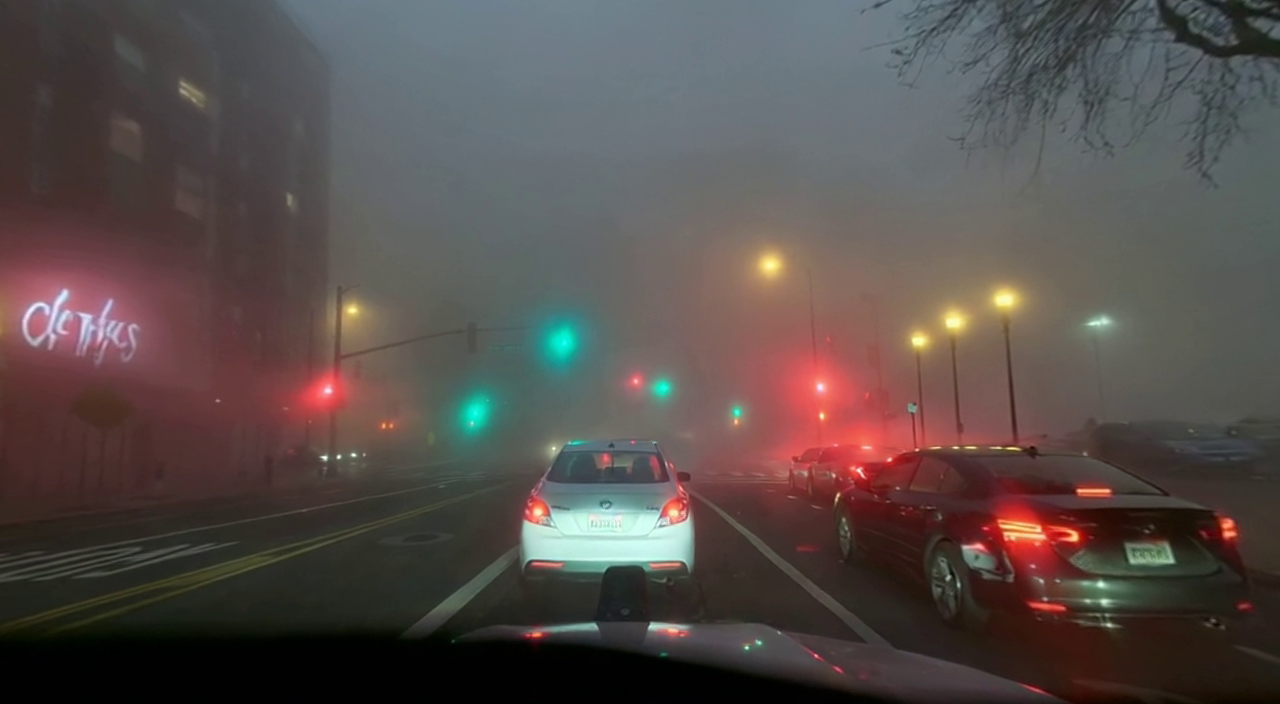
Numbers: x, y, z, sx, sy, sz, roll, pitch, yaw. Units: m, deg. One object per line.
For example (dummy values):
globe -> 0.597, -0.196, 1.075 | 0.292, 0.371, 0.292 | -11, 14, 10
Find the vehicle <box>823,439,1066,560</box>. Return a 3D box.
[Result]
vehicle -> 4.531, 2.216, 10.358 | 1.912, 1.505, 4.618 | -1, -8, 3

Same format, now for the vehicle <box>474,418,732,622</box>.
vehicle -> -0.276, 1.512, 6.561 | 1.888, 1.489, 3.703 | 0, -8, 0

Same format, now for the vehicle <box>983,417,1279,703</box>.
vehicle -> 3.184, 0.873, 1.498 | 2.006, 1.496, 4.767 | 0, -8, -1
